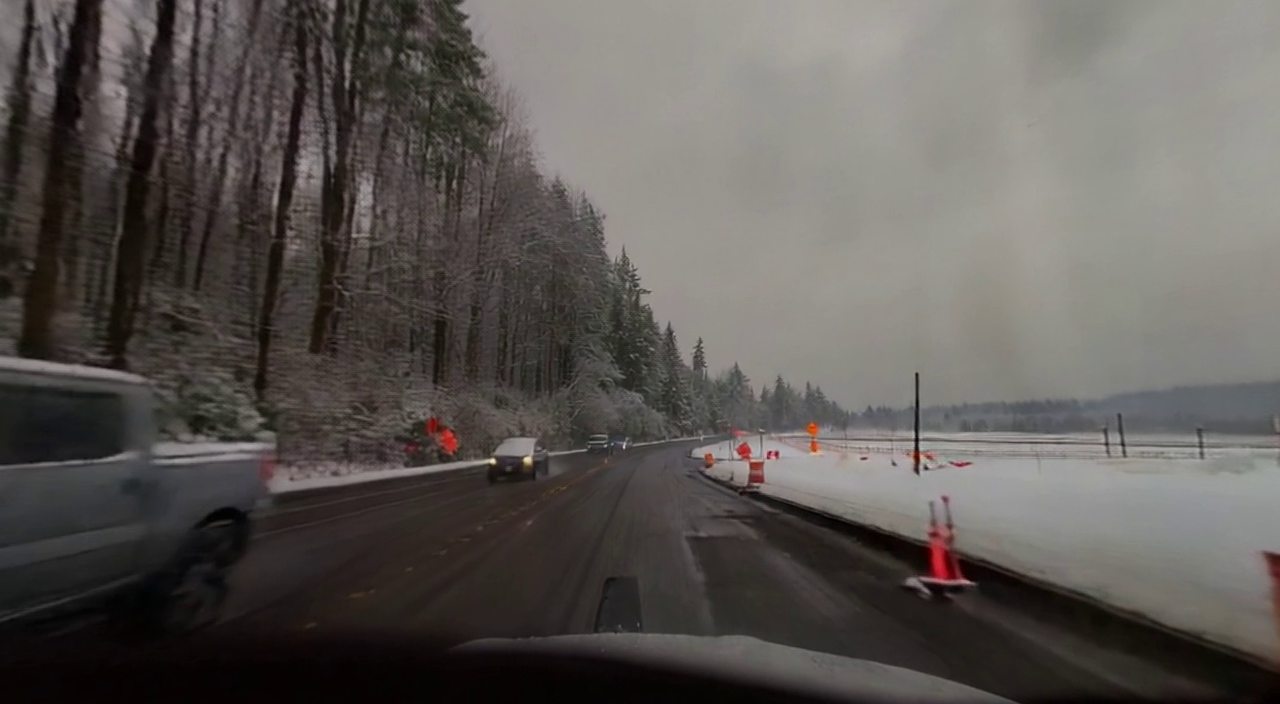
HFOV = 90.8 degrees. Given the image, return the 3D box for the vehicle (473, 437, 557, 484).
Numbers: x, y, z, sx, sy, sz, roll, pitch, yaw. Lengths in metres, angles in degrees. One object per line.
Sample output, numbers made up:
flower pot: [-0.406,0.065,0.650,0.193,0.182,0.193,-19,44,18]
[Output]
vehicle: [-4.272,3.776,22.288,1.964,1.481,4.199,-1,-8,2]

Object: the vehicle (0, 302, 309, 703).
vehicle: [-4.095,0.852,3.488,2.064,2.009,4.512,-1,-8,0]
